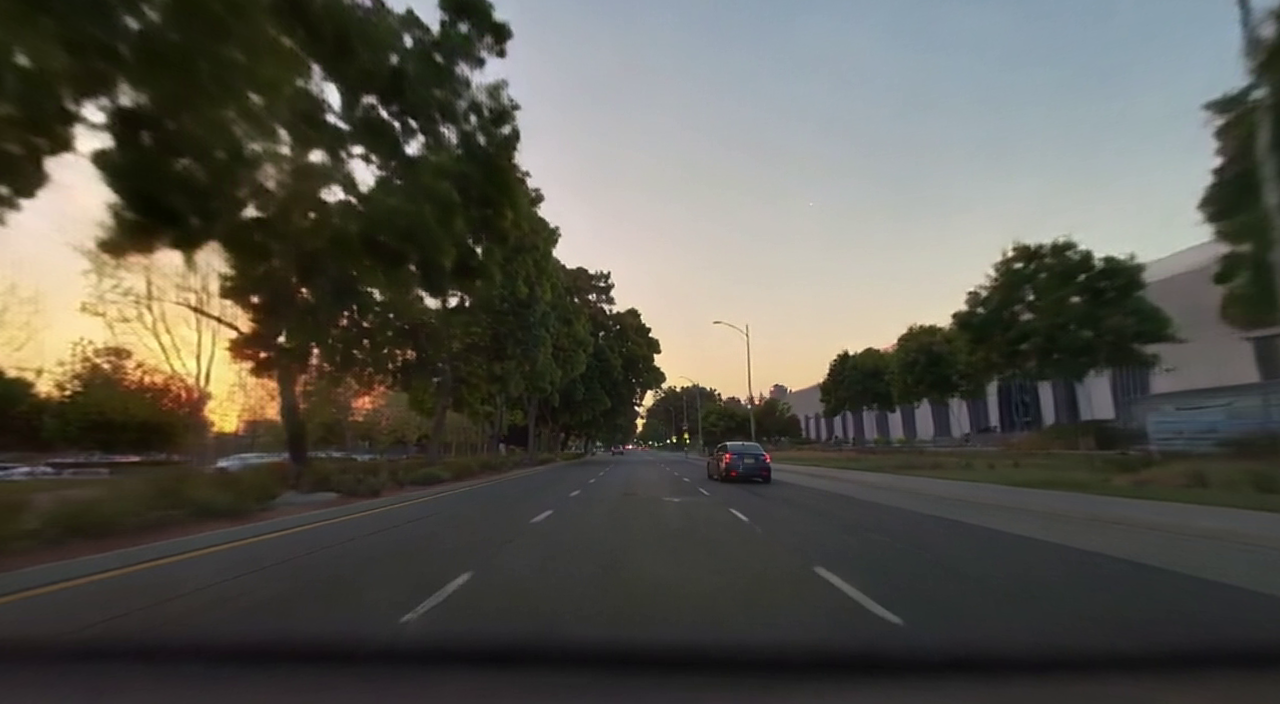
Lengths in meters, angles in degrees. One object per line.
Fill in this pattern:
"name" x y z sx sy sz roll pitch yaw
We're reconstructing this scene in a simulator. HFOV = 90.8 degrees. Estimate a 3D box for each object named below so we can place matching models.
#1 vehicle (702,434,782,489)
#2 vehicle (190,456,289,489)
"vehicle" 3.526 3.882 22.697 2.083 1.743 4.354 0 -8 -1
"vehicle" -19.903 5.972 31.692 1.880 1.455 4.654 0 -9 1
